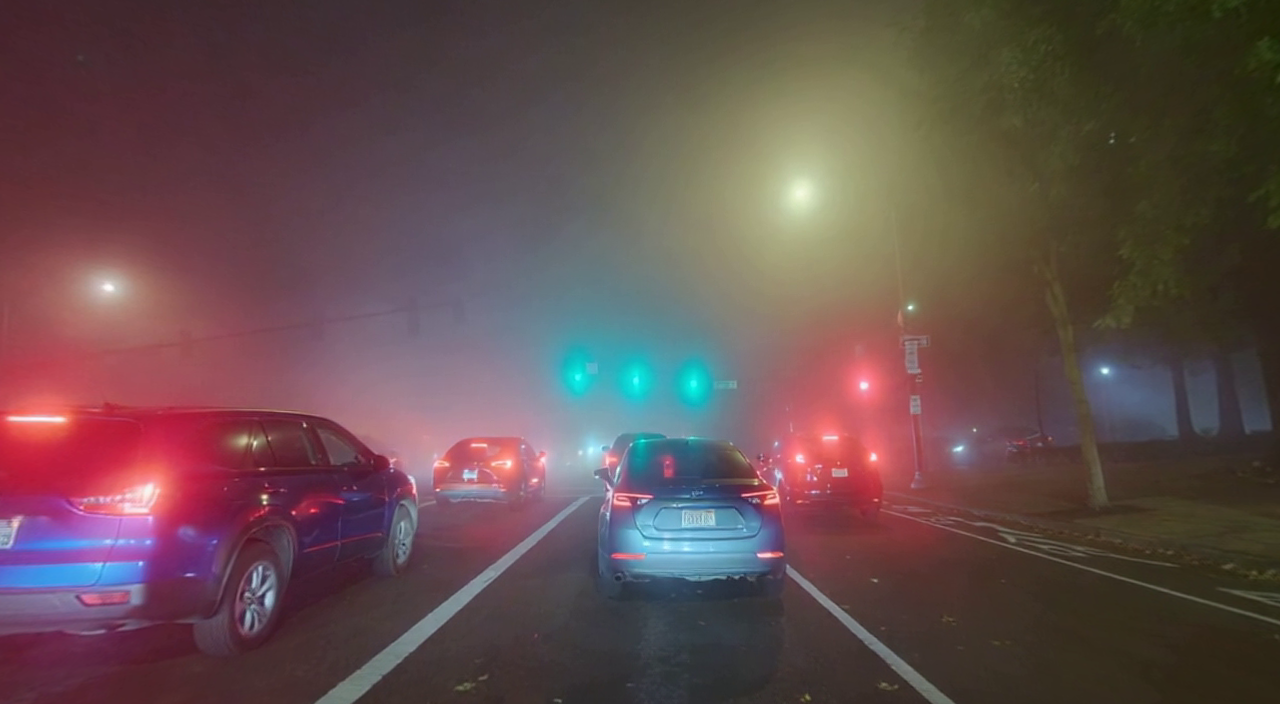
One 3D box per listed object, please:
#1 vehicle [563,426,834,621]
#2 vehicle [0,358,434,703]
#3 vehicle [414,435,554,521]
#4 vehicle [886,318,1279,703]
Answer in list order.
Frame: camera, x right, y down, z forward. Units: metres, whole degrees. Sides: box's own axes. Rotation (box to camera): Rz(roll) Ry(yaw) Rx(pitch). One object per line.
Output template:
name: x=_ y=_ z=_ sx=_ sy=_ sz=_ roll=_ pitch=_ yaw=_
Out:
vehicle: x=0.439 y=1.599 z=6.795 sx=2.051 sy=1.460 sz=3.932 roll=0 pitch=-8 yaw=0
vehicle: x=-3.459 y=1.226 z=5.280 sx=1.889 sy=1.767 sz=4.289 roll=0 pitch=-8 yaw=1
vehicle: x=-3.070 y=2.566 z=13.318 sx=1.868 sy=1.516 sz=4.114 roll=0 pitch=-8 yaw=1
vehicle: x=3.044 y=0.917 z=3.042 sx=1.880 sy=1.747 sz=4.500 roll=0 pitch=-8 yaw=0
